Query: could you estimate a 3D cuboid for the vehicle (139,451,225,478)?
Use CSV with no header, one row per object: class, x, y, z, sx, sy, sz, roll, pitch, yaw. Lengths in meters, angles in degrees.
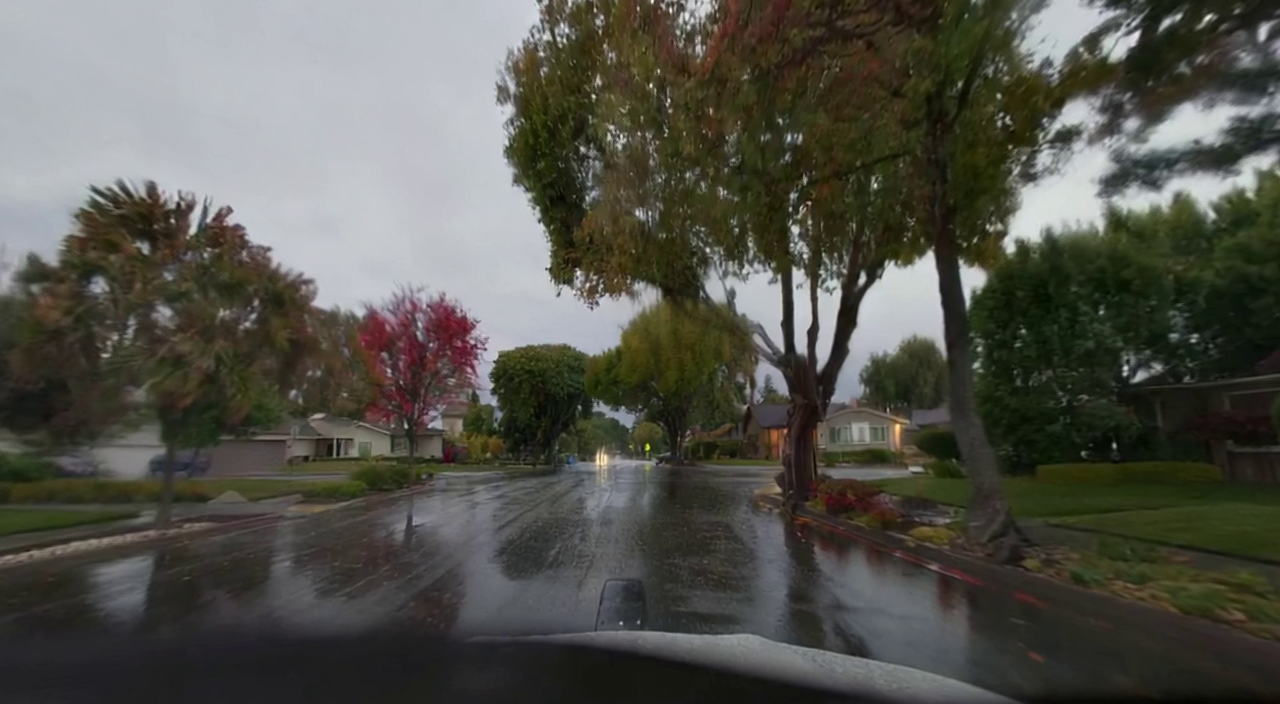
vehicle,-30.189,7.477,41.764,4.023,1.692,2.024,0,-11,-2
